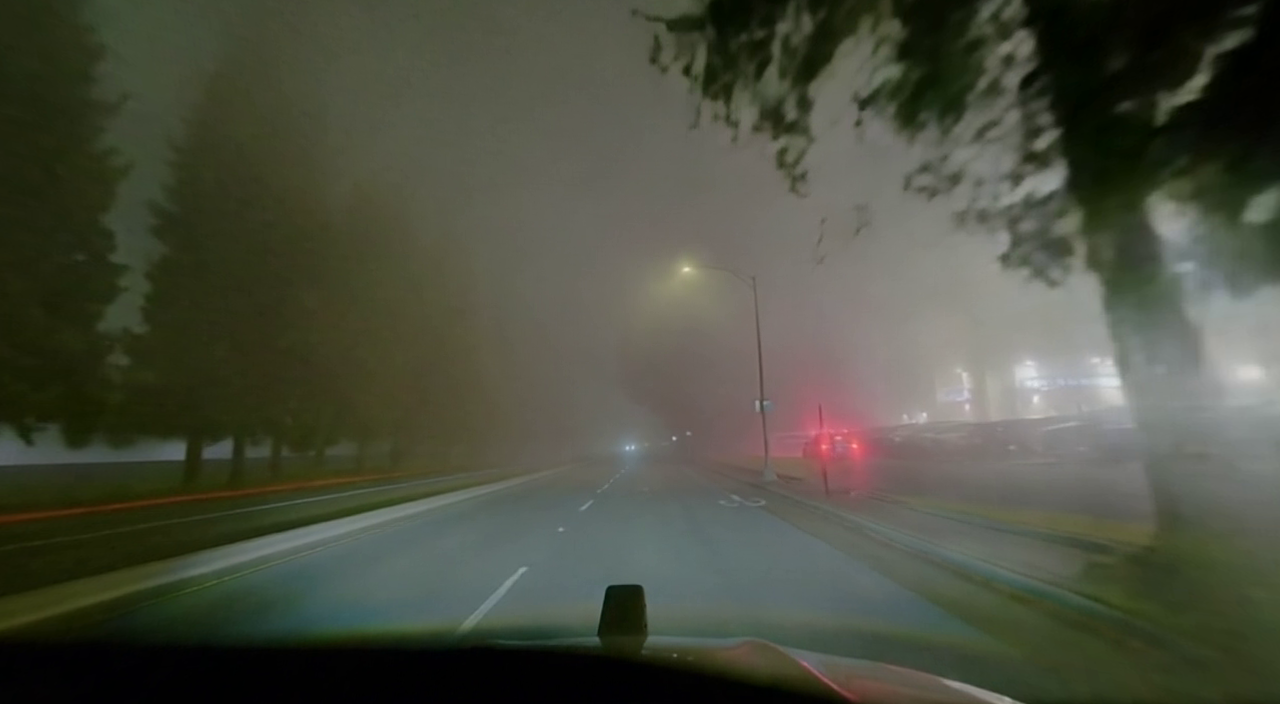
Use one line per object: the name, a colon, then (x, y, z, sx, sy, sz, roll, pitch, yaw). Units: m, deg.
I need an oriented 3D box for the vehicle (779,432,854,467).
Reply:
vehicle: (8.159, 4.580, 29.658, 2.056, 1.449, 4.679, -1, -9, -1)

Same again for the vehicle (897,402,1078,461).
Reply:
vehicle: (14.770, 3.505, 27.081, 6.247, 2.094, 2.436, -10, -13, 39)

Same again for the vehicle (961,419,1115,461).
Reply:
vehicle: (14.927, 3.379, 23.901, 4.631, 1.384, 1.906, -7, -11, 31)

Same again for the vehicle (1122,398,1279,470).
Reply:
vehicle: (14.640, 1.974, 15.317, 4.387, 1.532, 1.930, -9, -11, 34)
